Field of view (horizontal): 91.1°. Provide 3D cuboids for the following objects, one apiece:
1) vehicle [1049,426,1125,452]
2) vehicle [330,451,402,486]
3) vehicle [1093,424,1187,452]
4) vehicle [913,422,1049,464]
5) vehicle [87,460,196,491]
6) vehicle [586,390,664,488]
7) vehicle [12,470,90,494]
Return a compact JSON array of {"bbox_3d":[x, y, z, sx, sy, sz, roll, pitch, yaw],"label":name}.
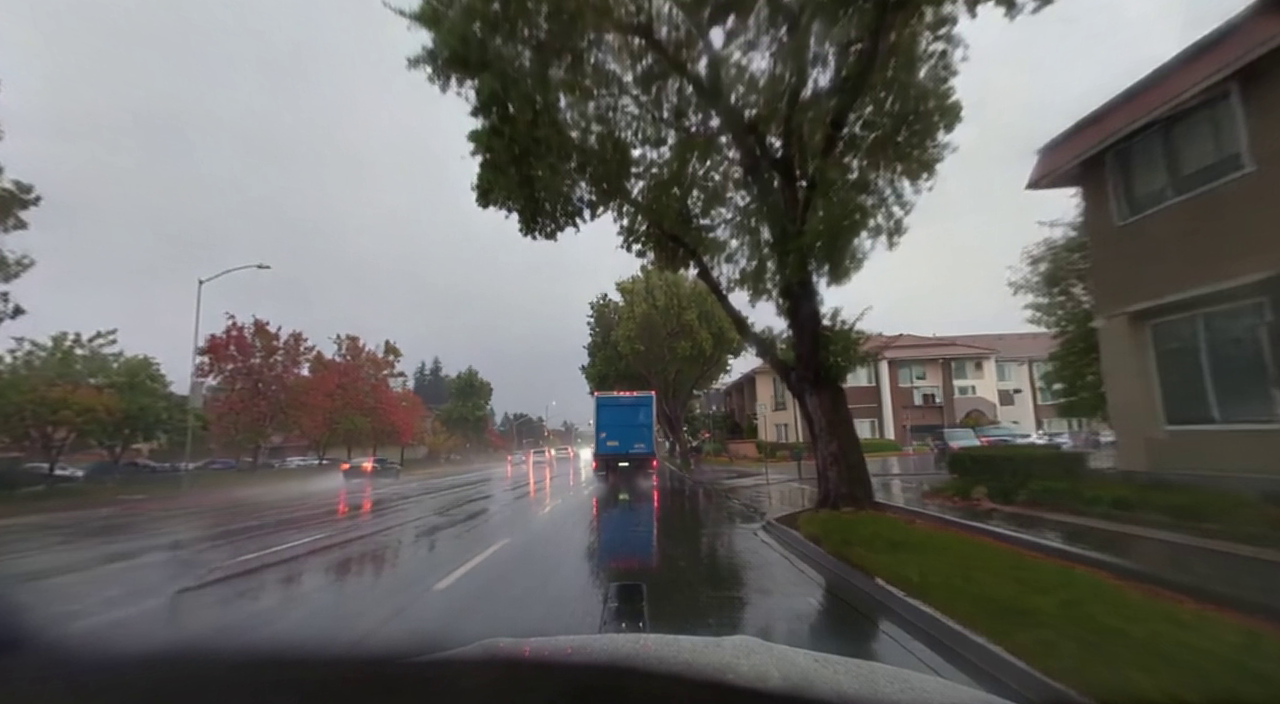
[{"bbox_3d":[27.010,5.310,37.984,3.313,1.373,1.590,-2,-10,-1],"label":"vehicle"},{"bbox_3d":[-14.344,6.077,33.129,1.958,1.672,4.283,0,-9,-1],"label":"vehicle"},{"bbox_3d":[25.993,4.476,32.699,3.537,1.393,1.581,0,-10,-2],"label":"vehicle"},{"bbox_3d":[13.424,3.606,24.915,4.321,1.579,1.823,0,-8,0],"label":"vehicle"},{"bbox_3d":[-34.372,8.541,43.384,5.452,1.994,2.312,0,-9,0],"label":"vehicle"},{"bbox_3d":[-0.603,3.921,27.930,2.905,3.644,8.807,0,-9,0],"label":"vehicle"},{"bbox_3d":[-39.782,8.748,42.434,1.645,1.416,3.497,-6,-10,39],"label":"vehicle"}]
